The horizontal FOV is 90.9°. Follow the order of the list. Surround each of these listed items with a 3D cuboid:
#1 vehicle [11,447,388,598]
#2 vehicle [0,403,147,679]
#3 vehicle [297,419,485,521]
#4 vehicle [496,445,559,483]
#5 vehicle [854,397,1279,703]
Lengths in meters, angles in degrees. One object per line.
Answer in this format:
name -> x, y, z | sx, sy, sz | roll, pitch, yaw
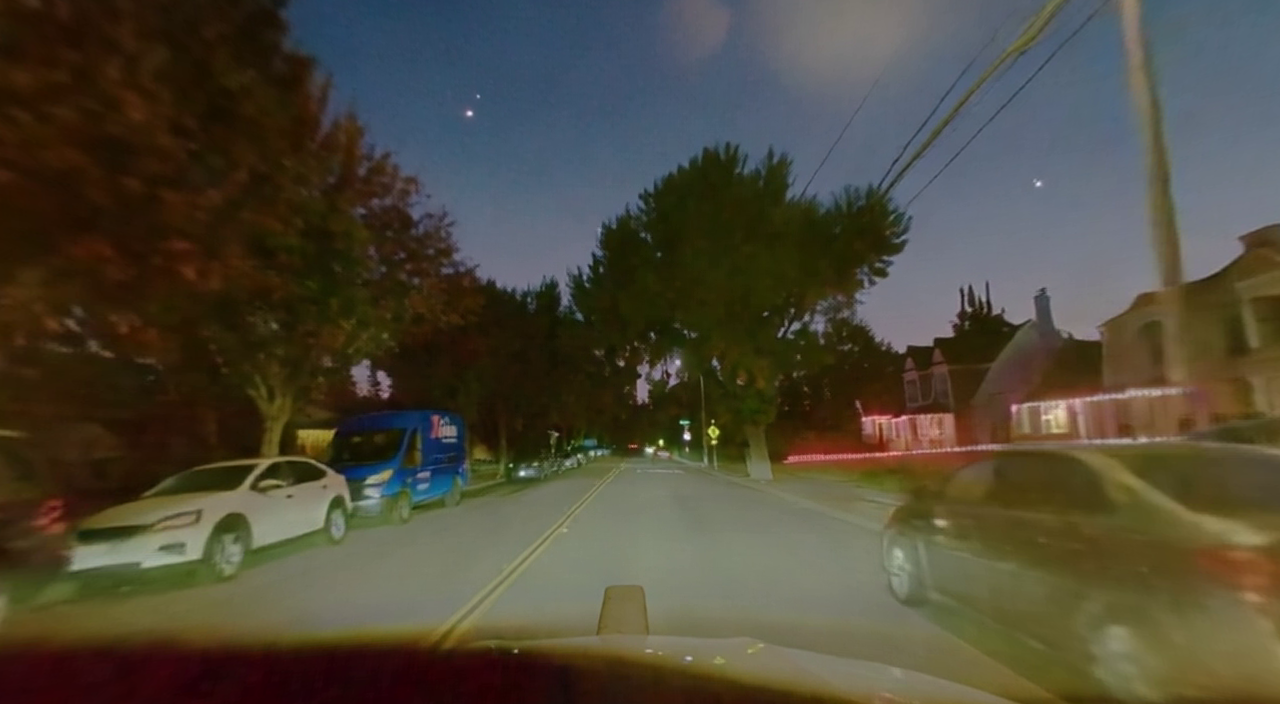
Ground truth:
vehicle -> -5.568, 2.136, 8.963 | 1.909, 1.517, 4.580 | 0, -8, 2
vehicle -> -5.433, 1.119, 3.168 | 2.090, 1.855, 4.494 | 0, -8, 2
vehicle -> -5.594, 2.725, 15.200 | 2.315, 2.008, 5.343 | 0, -8, 0
vehicle -> -5.001, 5.004, 28.624 | 2.038, 1.571, 4.524 | 0, -8, 0
vehicle -> 3.246, 1.238, 4.372 | 1.945, 1.514, 4.552 | 0, -8, 0
